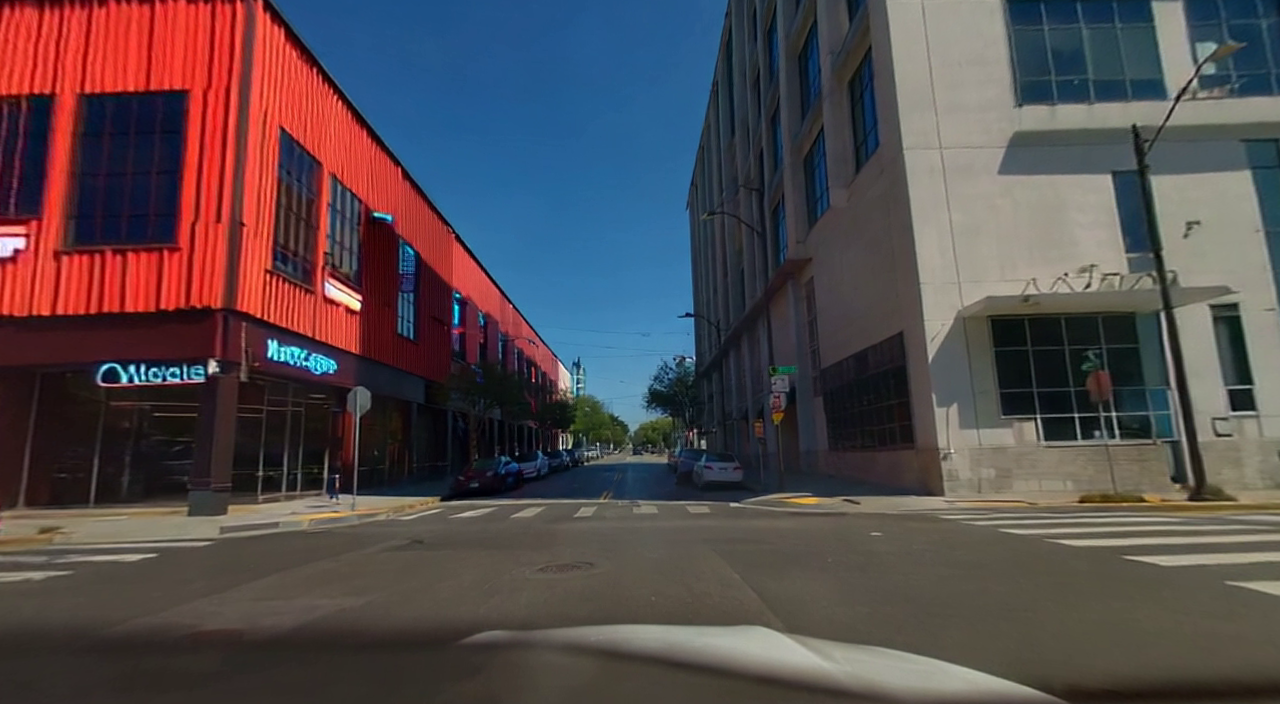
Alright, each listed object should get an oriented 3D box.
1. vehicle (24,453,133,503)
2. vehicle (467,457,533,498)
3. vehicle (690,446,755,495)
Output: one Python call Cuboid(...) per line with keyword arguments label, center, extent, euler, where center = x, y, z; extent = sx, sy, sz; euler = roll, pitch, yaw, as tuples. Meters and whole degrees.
Cuboid(label="vehicle", center=(-27.969, 6.253, 31.652), extent=(1.665, 1.432, 4.120), euler=(9, 0, -1))
Cuboid(label="vehicle", center=(-5.527, 4.980, 25.397), extent=(1.864, 1.447, 3.887), euler=(0, -8, -2))
Cuboid(label="vehicle", center=(3.039, 4.449, 24.191), extent=(1.917, 1.680, 4.500), euler=(0, -8, 0))
